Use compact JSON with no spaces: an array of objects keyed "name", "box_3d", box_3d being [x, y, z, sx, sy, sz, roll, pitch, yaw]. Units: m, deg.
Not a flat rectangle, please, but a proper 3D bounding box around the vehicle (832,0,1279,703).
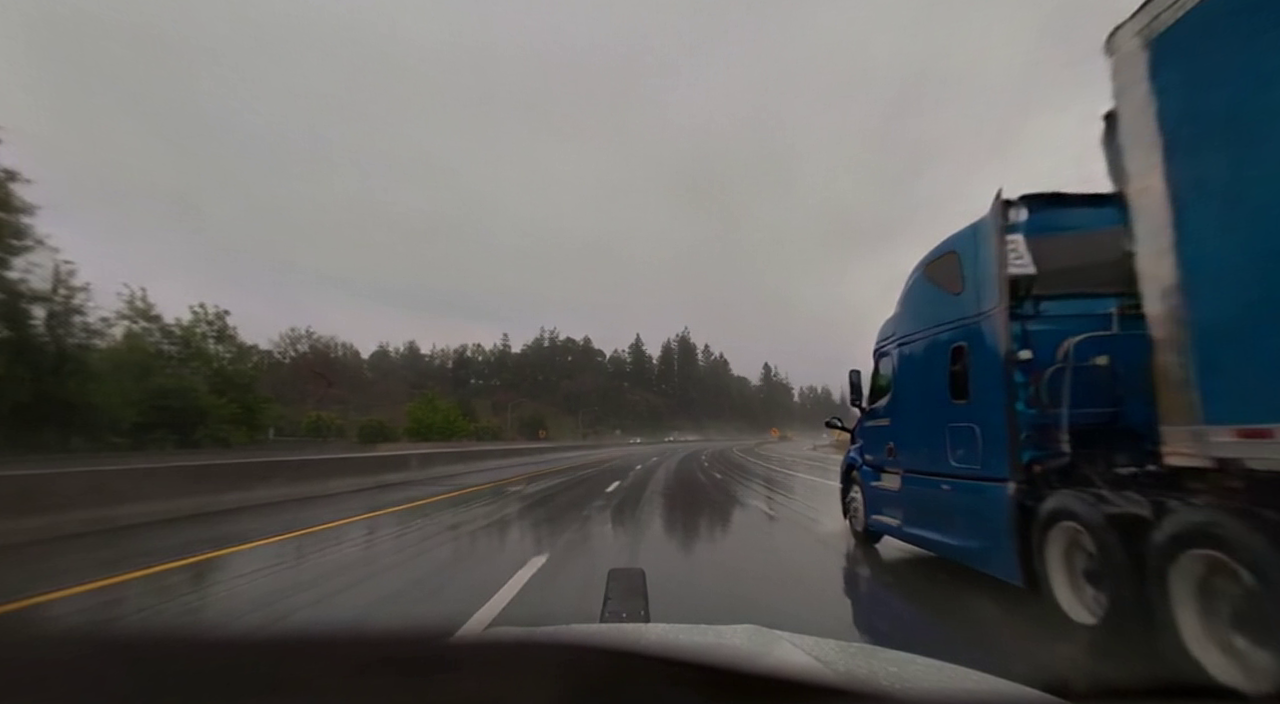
[{"name":"vehicle","box_3d":[4.565,0.234,5.742,2.997,3.915,8.330,0,-8,0]}]
